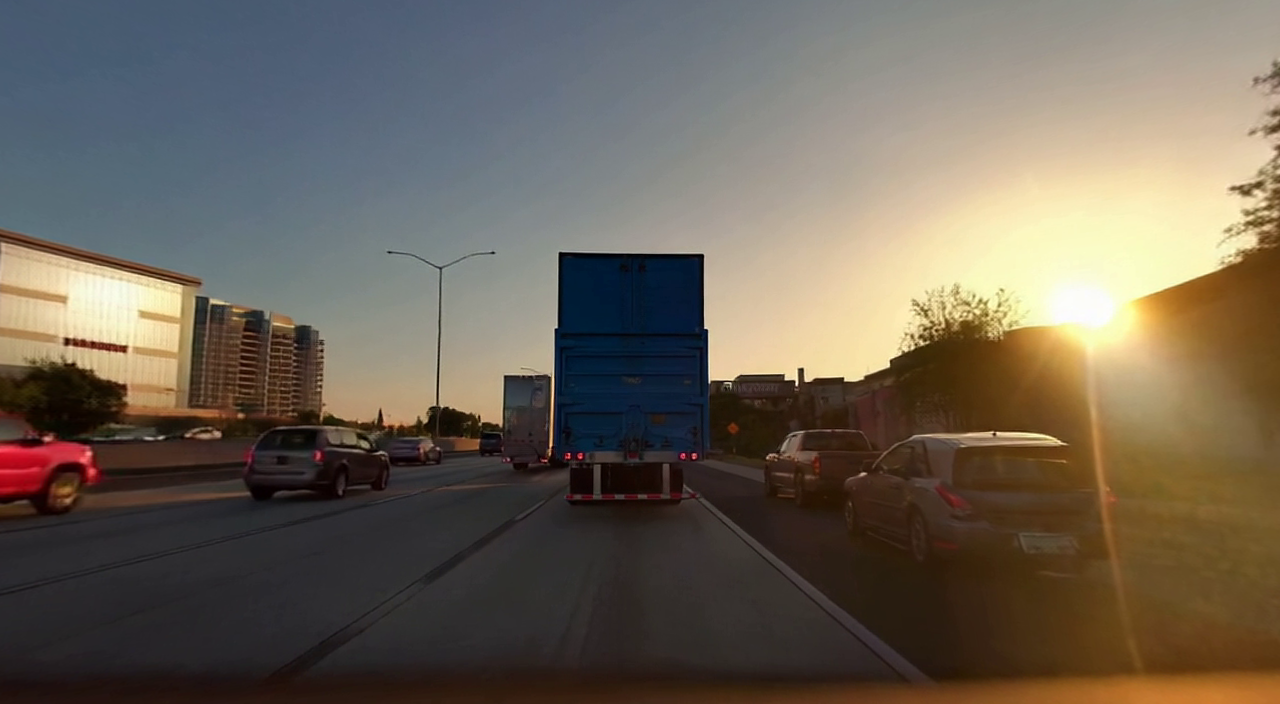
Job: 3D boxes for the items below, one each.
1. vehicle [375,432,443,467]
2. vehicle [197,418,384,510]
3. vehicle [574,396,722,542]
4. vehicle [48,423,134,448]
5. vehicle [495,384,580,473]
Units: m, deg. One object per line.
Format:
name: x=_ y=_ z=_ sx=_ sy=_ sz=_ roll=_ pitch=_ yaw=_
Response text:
vehicle: x=-12.103 y=5.156 z=33.412 sx=1.915 sy=1.710 sz=4.670 roll=0 pitch=-9 yaw=-2
vehicle: x=-7.551 y=2.461 z=14.211 sx=1.854 sy=1.740 sz=4.151 roll=0 pitch=-9 yaw=-1
vehicle: x=0.064 y=1.838 z=10.394 sx=1.947 sy=1.910 sz=4.040 roll=0 pitch=-9 yaw=-1
vehicle: x=-33.419 y=5.136 z=38.570 sx=1.500 sy=1.465 sz=4.264 roll=0 pitch=-9 yaw=-2
vehicle: x=-4.473 y=3.674 z=29.376 sx=2.814 sy=3.513 sz=8.529 roll=0 pitch=-9 yaw=-2
